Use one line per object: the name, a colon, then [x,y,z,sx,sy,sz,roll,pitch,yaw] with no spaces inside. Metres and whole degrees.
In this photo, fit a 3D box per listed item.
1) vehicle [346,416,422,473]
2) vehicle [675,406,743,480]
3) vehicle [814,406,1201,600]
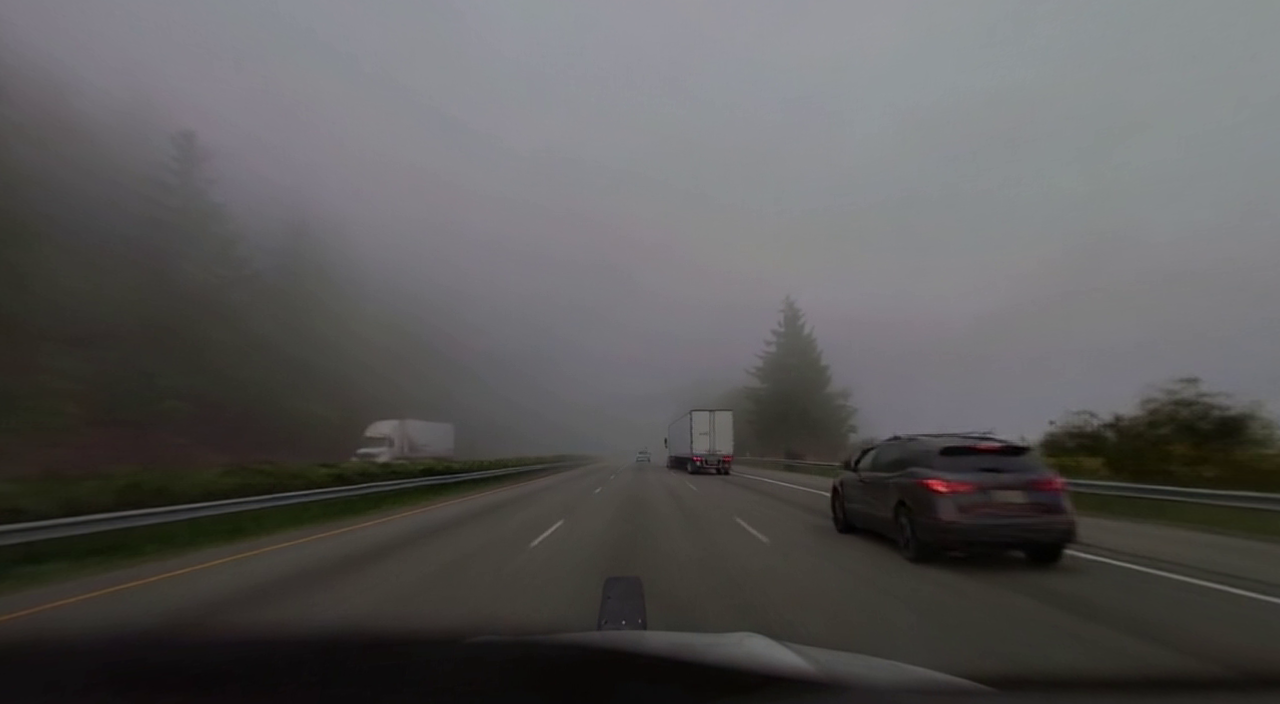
vehicle: [-18.986,6.908,47.160,2.947,3.912,5.781,1,-9,1]
vehicle: [4.085,5.779,39.801,3.117,3.971,10.593,1,-9,0]
vehicle: [3.761,1.625,7.592,2.096,1.653,4.185,0,-9,0]
